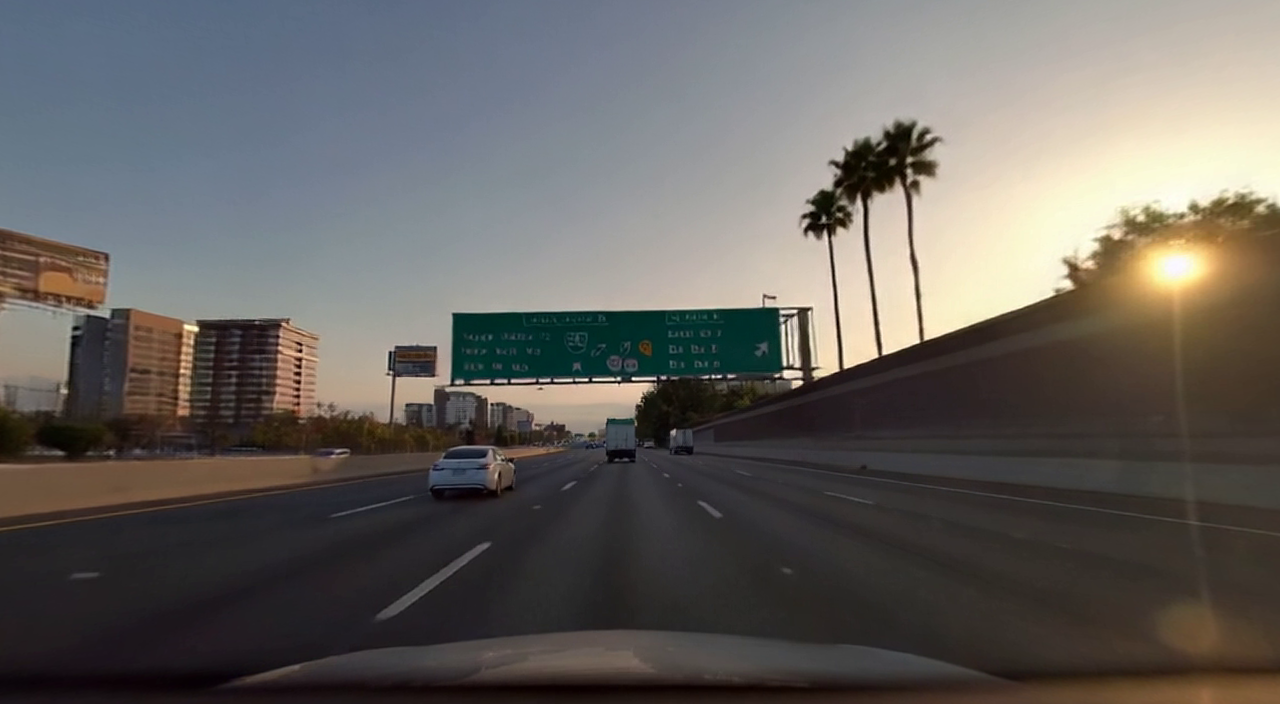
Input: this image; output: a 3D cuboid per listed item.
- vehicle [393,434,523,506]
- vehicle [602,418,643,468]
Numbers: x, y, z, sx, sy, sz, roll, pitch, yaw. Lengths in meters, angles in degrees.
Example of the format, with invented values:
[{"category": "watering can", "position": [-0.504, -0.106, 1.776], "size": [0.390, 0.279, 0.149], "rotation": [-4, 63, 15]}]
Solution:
[{"category": "vehicle", "position": [-4.545, 3.012, 16.667], "size": [2.021, 1.598, 4.887], "rotation": [0, -8, -1]}, {"category": "vehicle", "position": [-1.122, 5.807, 40.286], "size": [2.364, 2.953, 6.495], "rotation": [0, -8, -2]}]
